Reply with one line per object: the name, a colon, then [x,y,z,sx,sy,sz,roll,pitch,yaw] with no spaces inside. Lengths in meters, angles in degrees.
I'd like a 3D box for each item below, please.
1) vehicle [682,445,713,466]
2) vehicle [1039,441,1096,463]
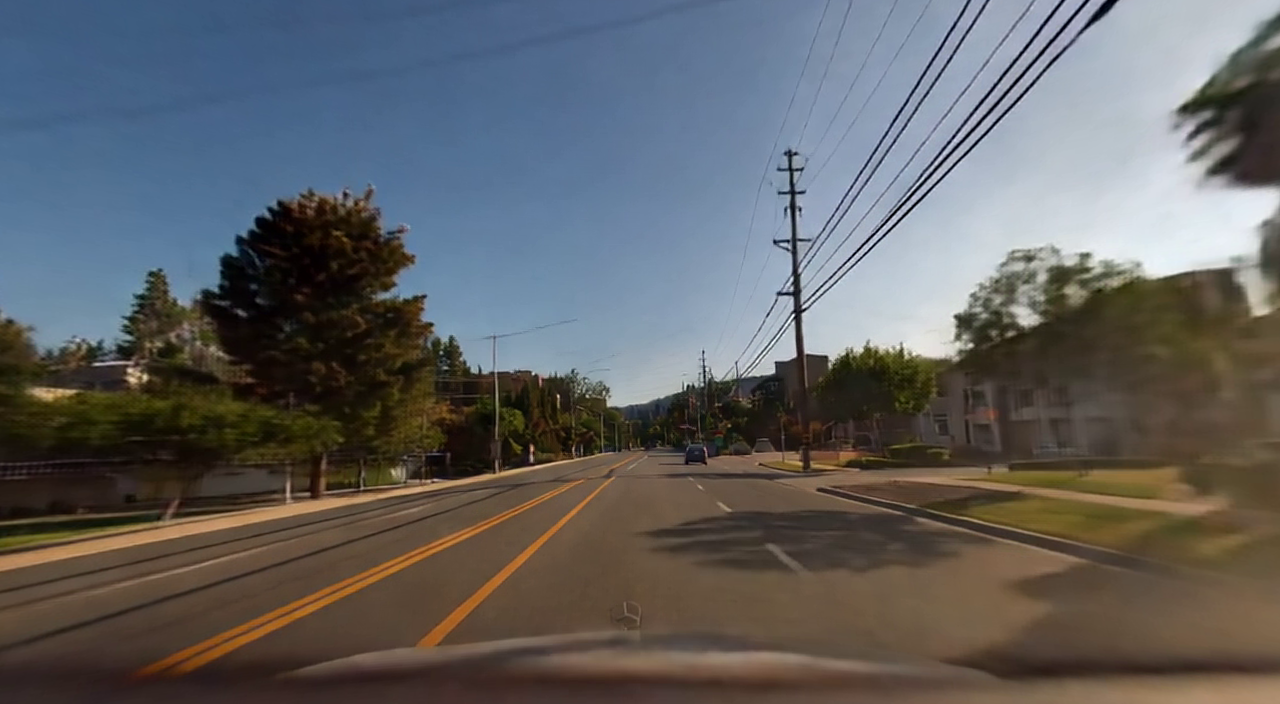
vehicle: [4.139,7.577,46.421,2.015,1.467,4.117,0,-9,2]
vehicle: [29.143,6.806,43.167,1.751,1.408,4.127,-2,-9,13]
